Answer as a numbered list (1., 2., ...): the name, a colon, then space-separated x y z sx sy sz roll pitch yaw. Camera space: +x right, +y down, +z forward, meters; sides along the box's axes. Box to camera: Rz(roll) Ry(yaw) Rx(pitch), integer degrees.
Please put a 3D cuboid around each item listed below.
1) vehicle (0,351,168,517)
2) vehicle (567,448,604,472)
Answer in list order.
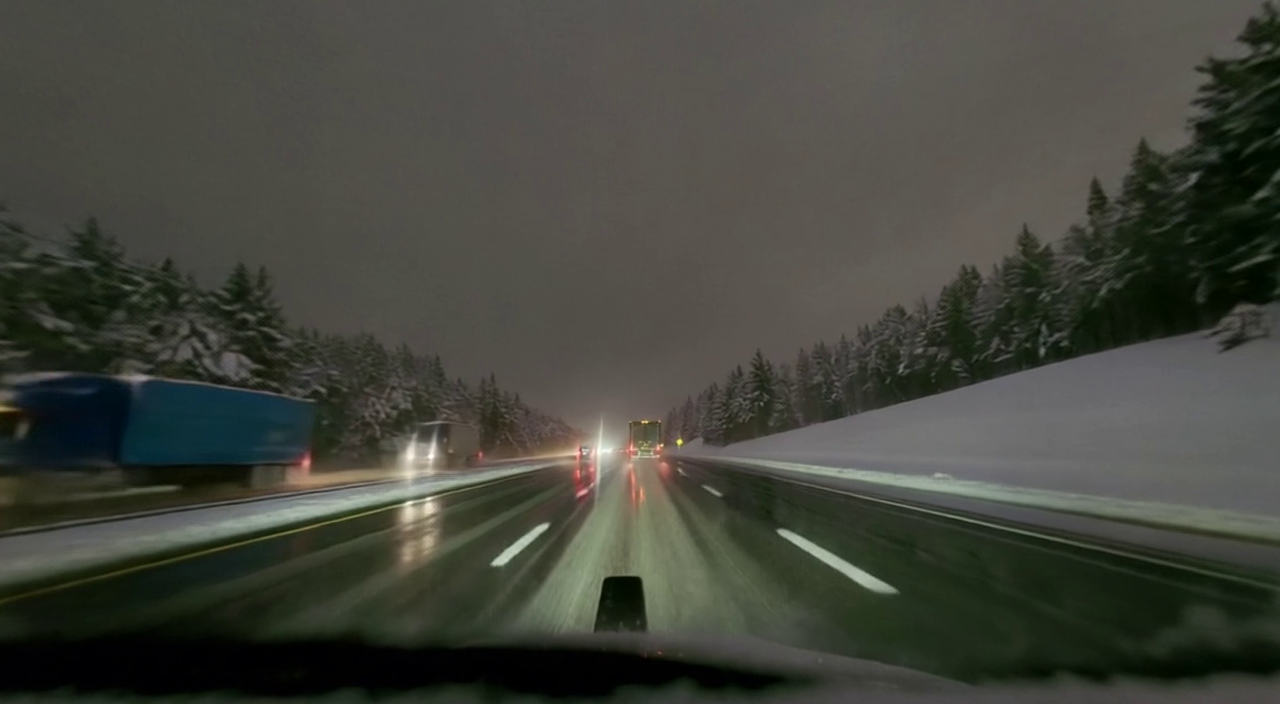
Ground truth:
1. vehicle: -16.607 2.274 17.037 2.942 3.882 5.832 0 -9 0
2. vehicle: -3.423 6.887 40.348 1.955 1.438 4.100 0 -9 0
